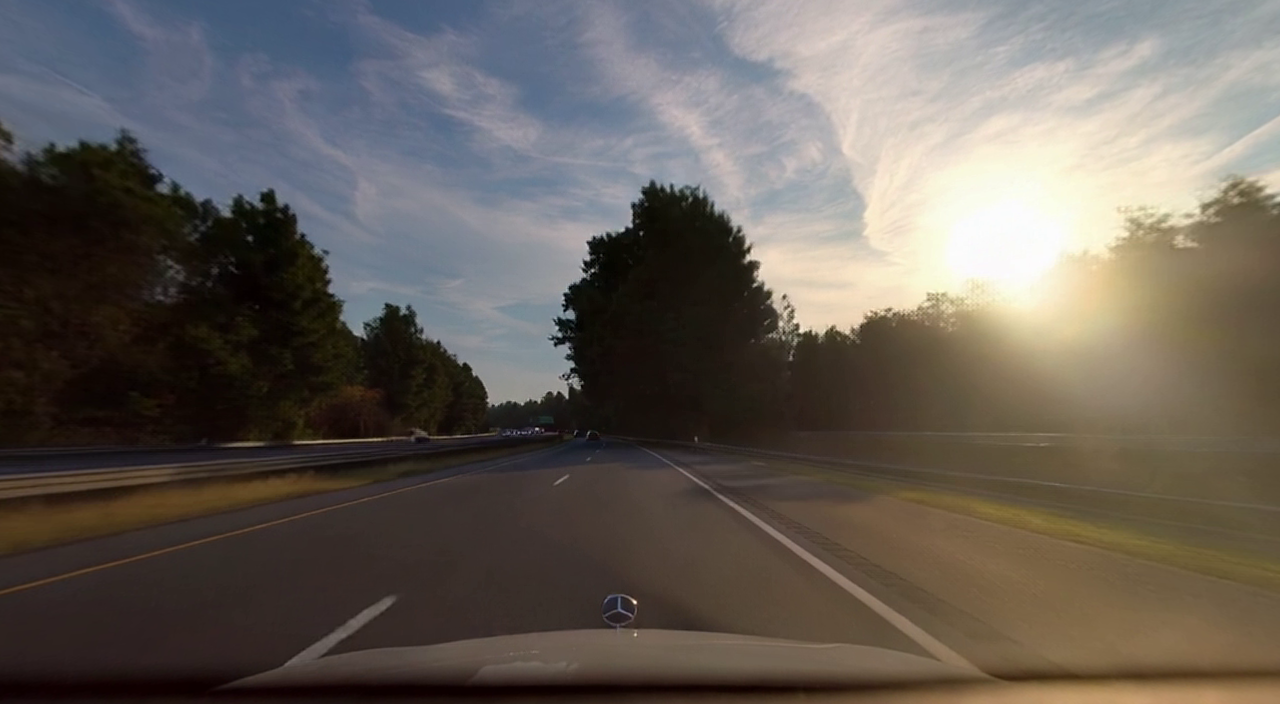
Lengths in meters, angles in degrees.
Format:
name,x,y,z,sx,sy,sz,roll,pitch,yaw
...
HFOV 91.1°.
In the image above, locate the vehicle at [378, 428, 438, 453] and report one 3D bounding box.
name,x,y,z,sx,sy,sz,roll,pitch,yaw
vehicle,-13.952,5.370,38.144,1.924,1.424,4.695,0,-8,-1
